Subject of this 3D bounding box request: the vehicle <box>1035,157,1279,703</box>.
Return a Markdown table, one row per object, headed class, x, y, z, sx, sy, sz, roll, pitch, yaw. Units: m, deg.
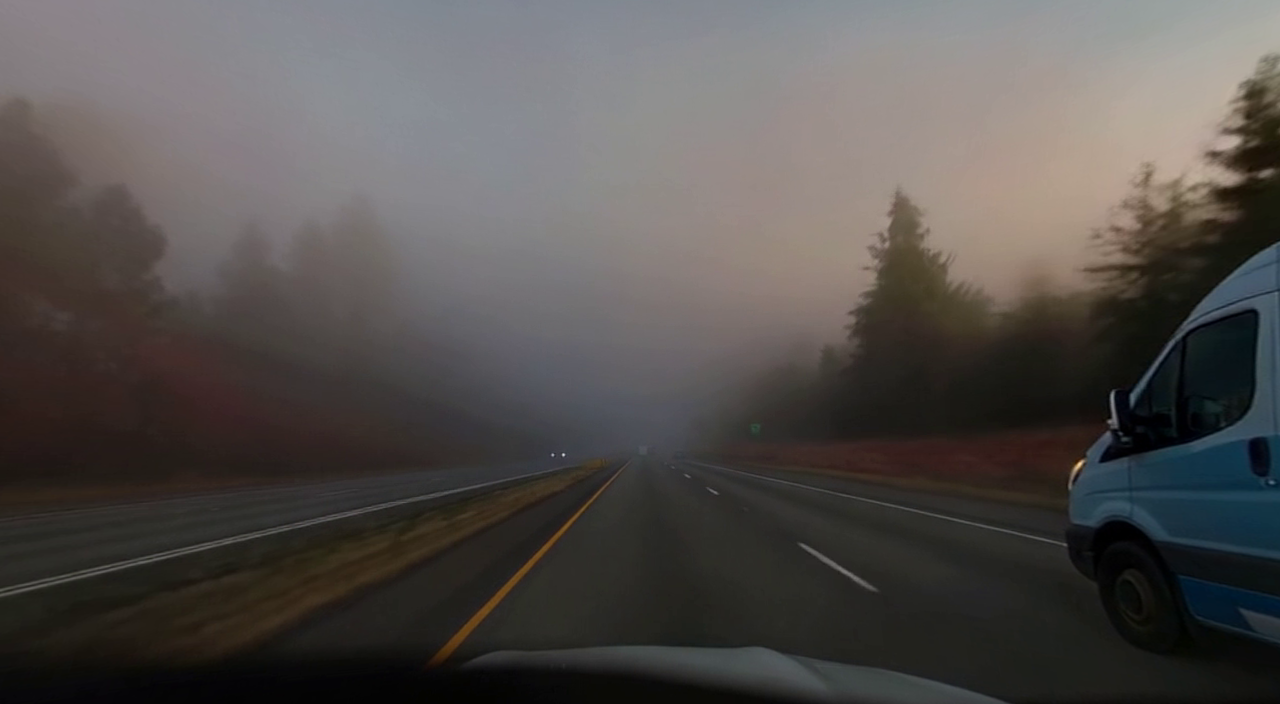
| class | x | y | z | sx | sy | sz | roll | pitch | yaw |
| --- | --- | --- | --- | --- | --- | --- | --- | --- | --- |
| vehicle | 4.044 | 0.202 | 1.164 | 2.522 | 2.556 | 6.180 | 0 | -9 | 0 |
